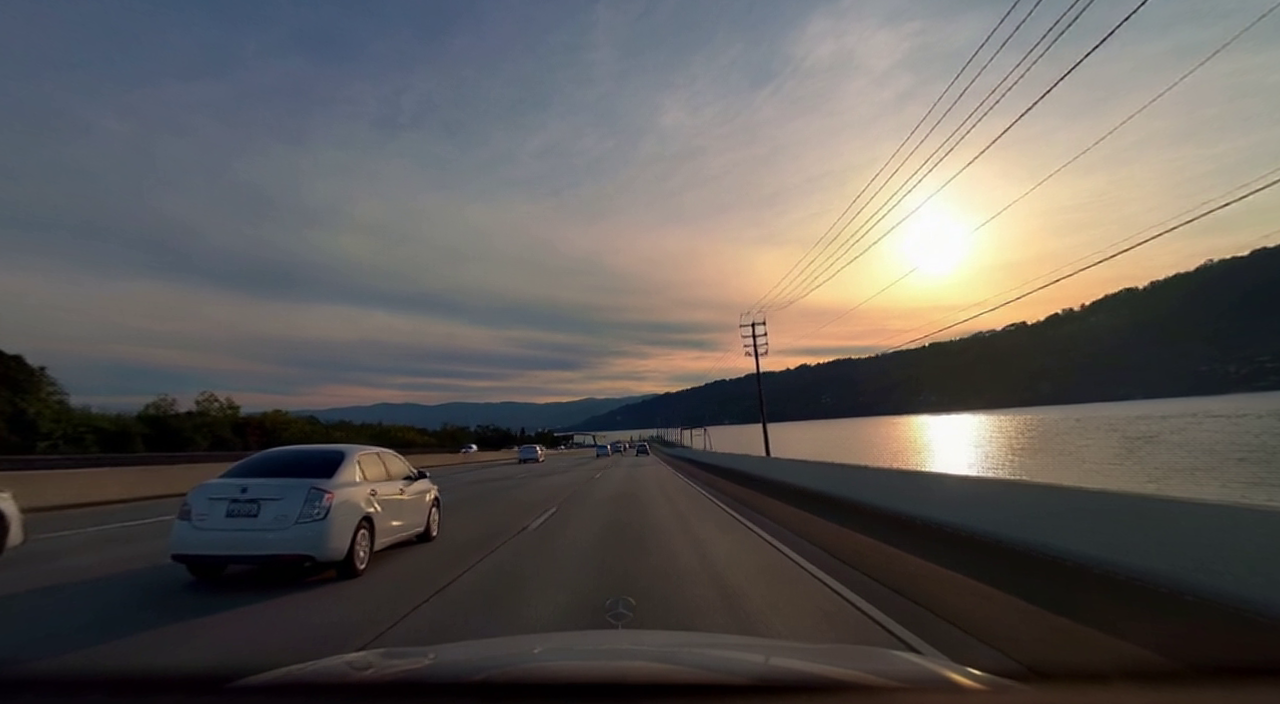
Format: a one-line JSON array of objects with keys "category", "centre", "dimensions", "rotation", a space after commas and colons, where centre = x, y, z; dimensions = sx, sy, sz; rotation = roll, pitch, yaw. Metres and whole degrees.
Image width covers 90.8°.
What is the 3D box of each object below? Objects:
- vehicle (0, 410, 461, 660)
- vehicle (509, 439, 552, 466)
[{"category": "vehicle", "centre": [-3.415, 1.444, 6.113], "dimensions": [2.015, 1.501, 4.454], "rotation": [0, -9, 1]}, {"category": "vehicle", "centre": [-7.374, 6.841, 42.912], "dimensions": [2.050, 1.717, 4.418], "rotation": [0, -9, 0]}]
